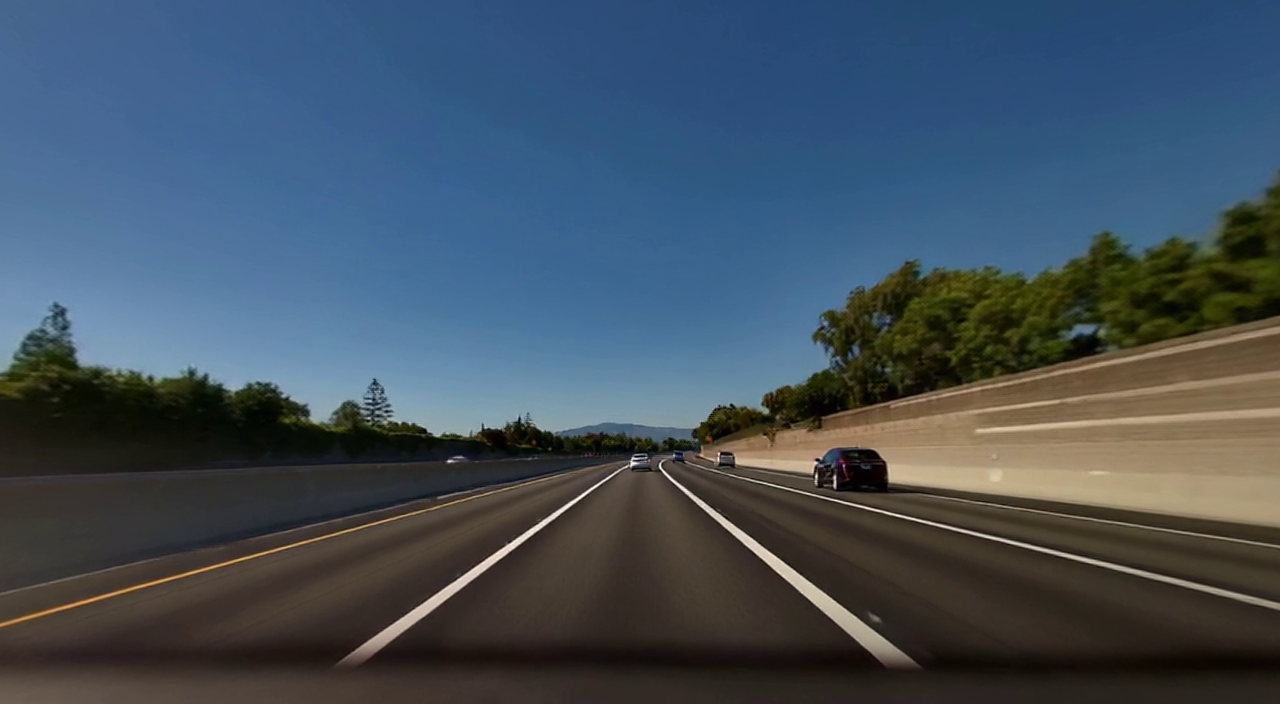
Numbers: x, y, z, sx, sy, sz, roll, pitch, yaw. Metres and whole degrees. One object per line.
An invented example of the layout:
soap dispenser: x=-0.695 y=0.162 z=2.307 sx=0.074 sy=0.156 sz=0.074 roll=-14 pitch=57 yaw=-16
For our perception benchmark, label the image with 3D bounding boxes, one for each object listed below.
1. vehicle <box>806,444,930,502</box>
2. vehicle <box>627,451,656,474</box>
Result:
vehicle: x=6.823 y=3.648 z=19.378 sx=2.008 sy=1.533 sz=4.592 roll=-1 pitch=-9 yaw=-1
vehicle: x=0.131 y=8.122 z=46.299 sx=2.025 sy=1.526 sz=4.181 roll=-1 pitch=-9 yaw=1
